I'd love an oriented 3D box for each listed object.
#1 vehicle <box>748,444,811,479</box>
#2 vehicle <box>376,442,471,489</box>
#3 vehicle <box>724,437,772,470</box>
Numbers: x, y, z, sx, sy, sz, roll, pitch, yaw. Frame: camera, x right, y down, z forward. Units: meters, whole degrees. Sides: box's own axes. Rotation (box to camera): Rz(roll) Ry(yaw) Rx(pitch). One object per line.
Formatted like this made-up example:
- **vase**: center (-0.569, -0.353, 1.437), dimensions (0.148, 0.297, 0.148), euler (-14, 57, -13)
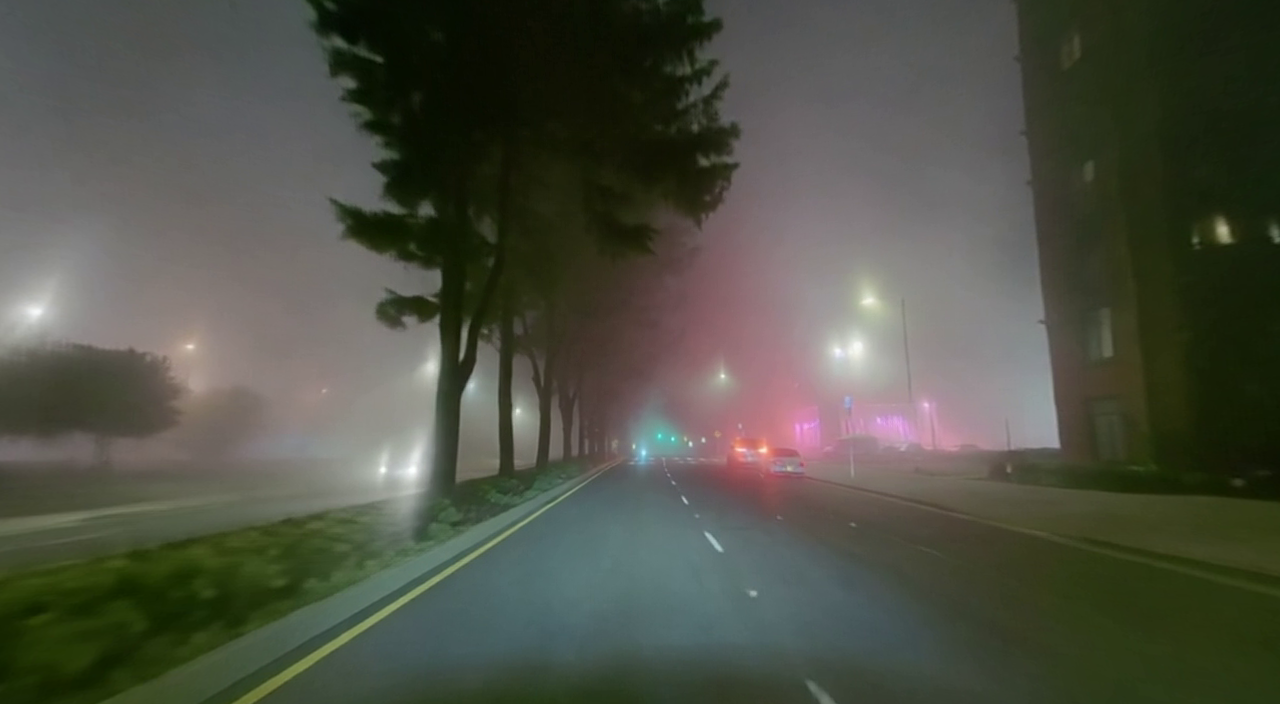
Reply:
- **vehicle**: center (6.464, 5.124, 29.768), dimensions (1.948, 1.511, 4.623), euler (0, -8, 1)
- **vehicle**: center (-8.184, 4.313, 24.303), dimensions (1.982, 1.608, 4.519), euler (0, -8, 1)
- **vehicle**: center (6.456, 6.145, 38.304), dimensions (2.045, 1.890, 4.876), euler (0, -8, 0)
